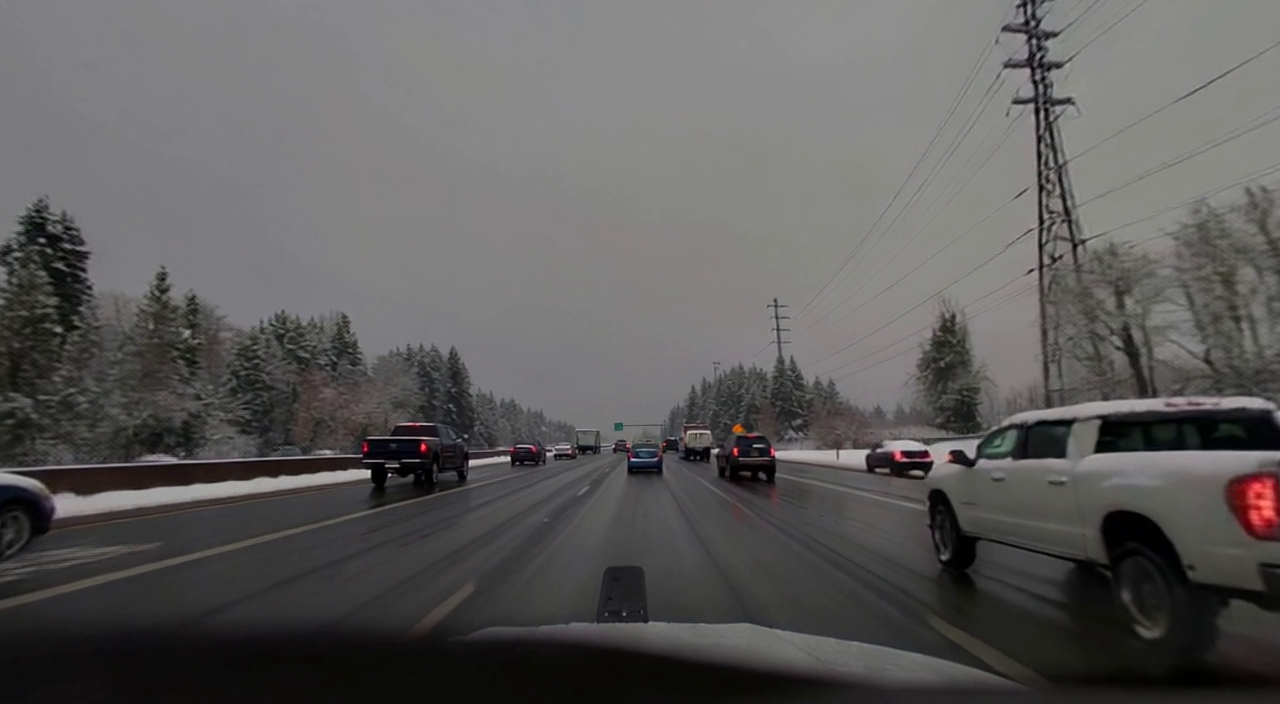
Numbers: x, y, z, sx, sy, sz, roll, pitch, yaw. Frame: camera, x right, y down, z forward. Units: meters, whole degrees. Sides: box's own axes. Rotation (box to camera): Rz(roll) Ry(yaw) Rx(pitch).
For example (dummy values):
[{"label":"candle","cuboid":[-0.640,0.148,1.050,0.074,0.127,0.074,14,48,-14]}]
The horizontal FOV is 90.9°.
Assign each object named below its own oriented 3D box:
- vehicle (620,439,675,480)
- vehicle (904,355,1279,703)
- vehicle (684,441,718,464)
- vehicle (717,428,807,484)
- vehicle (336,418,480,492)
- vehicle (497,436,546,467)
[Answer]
[{"label":"vehicle","cuboid":[0.276,4.173,24.696,1.966,1.444,3.986,0,-9,0]},{"label":"vehicle","cuboid":[3.977,1.160,4.878,2.002,1.691,4.290,0,-9,0]},{"label":"vehicle","cuboid":[4.078,6.821,42.915,1.895,1.429,3.908,0,-9,-1]},{"label":"vehicle","cuboid":[4.212,3.678,22.575,2.195,1.778,4.455,0,-9,-2]},{"label":"vehicle","cuboid":[-6.922,3.175,19.740,2.269,1.936,5.777,0,-9,0]},{"label":"vehicle","cuboid":[-6.919,5.873,37.313,1.978,1.680,4.263,0,-9,1]}]
